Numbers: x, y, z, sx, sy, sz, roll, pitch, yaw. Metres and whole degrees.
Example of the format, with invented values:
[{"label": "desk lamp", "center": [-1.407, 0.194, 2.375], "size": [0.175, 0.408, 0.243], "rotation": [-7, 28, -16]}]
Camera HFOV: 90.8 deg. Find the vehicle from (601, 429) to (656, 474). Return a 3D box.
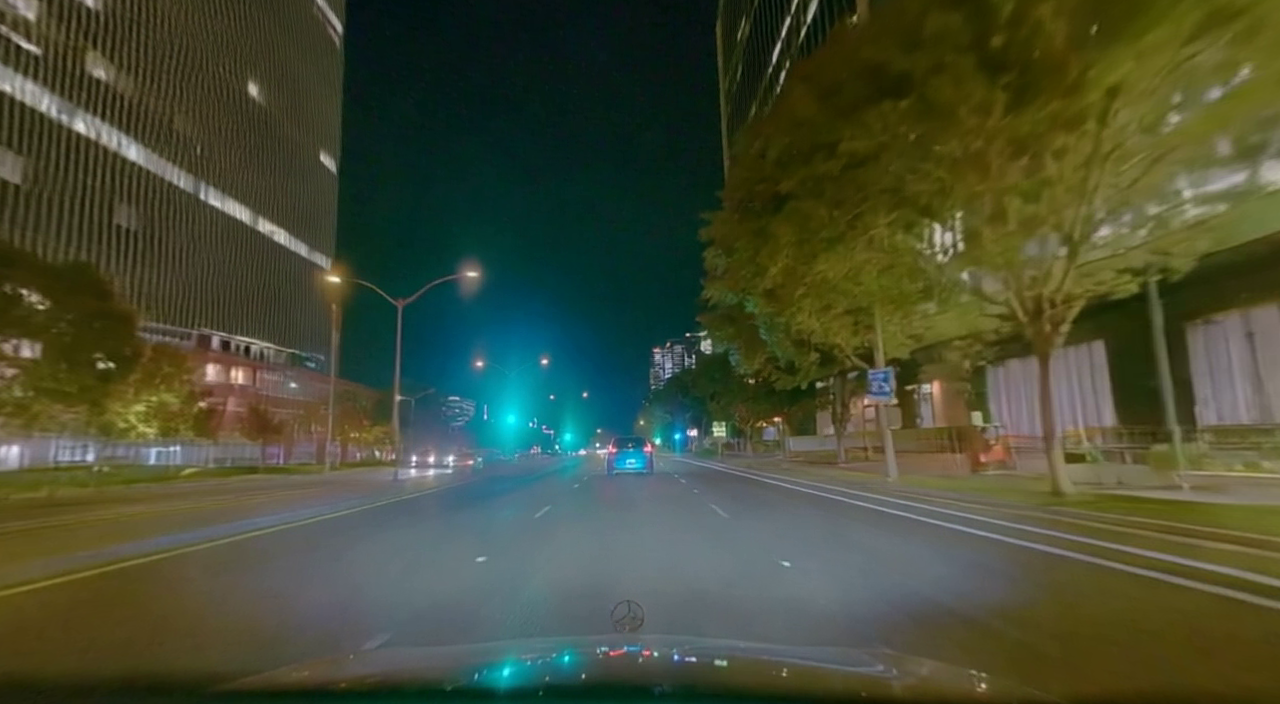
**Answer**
[{"label": "vehicle", "center": [-0.510, 4.548, 28.952], "size": [2.313, 1.860, 4.319], "rotation": [0, -9, 0]}]
